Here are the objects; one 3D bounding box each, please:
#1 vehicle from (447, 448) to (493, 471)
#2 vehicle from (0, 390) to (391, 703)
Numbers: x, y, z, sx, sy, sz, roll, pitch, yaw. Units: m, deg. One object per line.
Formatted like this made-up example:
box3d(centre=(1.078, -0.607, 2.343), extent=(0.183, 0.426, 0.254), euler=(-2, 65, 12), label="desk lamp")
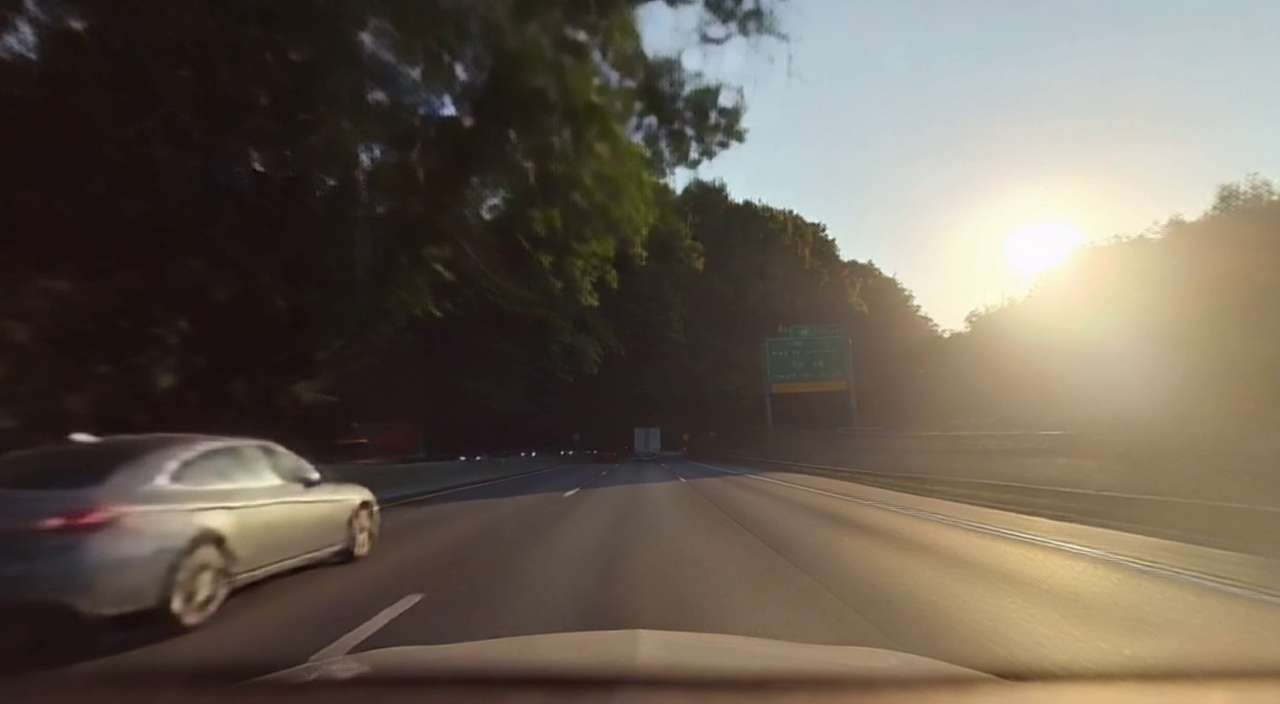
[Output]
box3d(centre=(-12.065, 7.666, 45.135), extent=(2.061, 1.523, 4.144), euler=(0, -9, 1), label="vehicle")
box3d(centre=(-3.839, 1.249, 4.775), extent=(2.027, 1.519, 4.578), euler=(0, -9, 0), label="vehicle")
